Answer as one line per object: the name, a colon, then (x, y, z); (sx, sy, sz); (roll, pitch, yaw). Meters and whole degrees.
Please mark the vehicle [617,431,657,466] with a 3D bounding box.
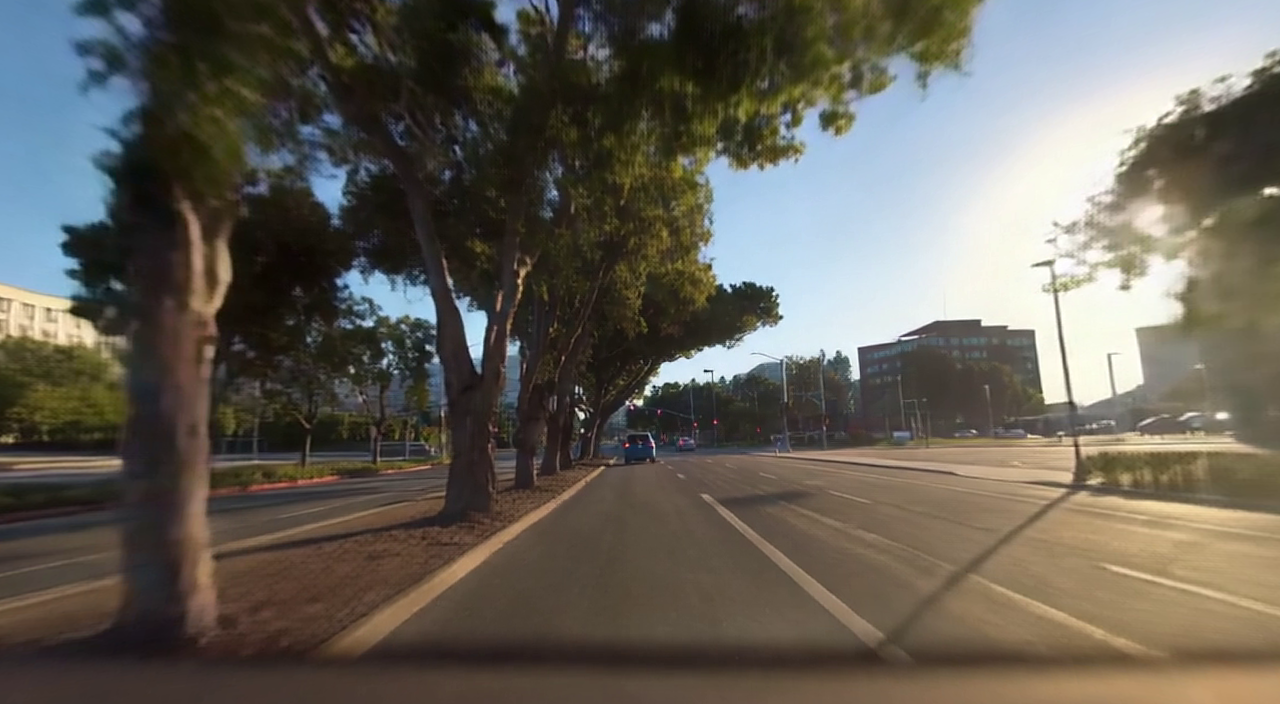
vehicle: (-0.169, 5.846, 38.275); (2.267, 1.926, 4.708); (0, -9, 0)
